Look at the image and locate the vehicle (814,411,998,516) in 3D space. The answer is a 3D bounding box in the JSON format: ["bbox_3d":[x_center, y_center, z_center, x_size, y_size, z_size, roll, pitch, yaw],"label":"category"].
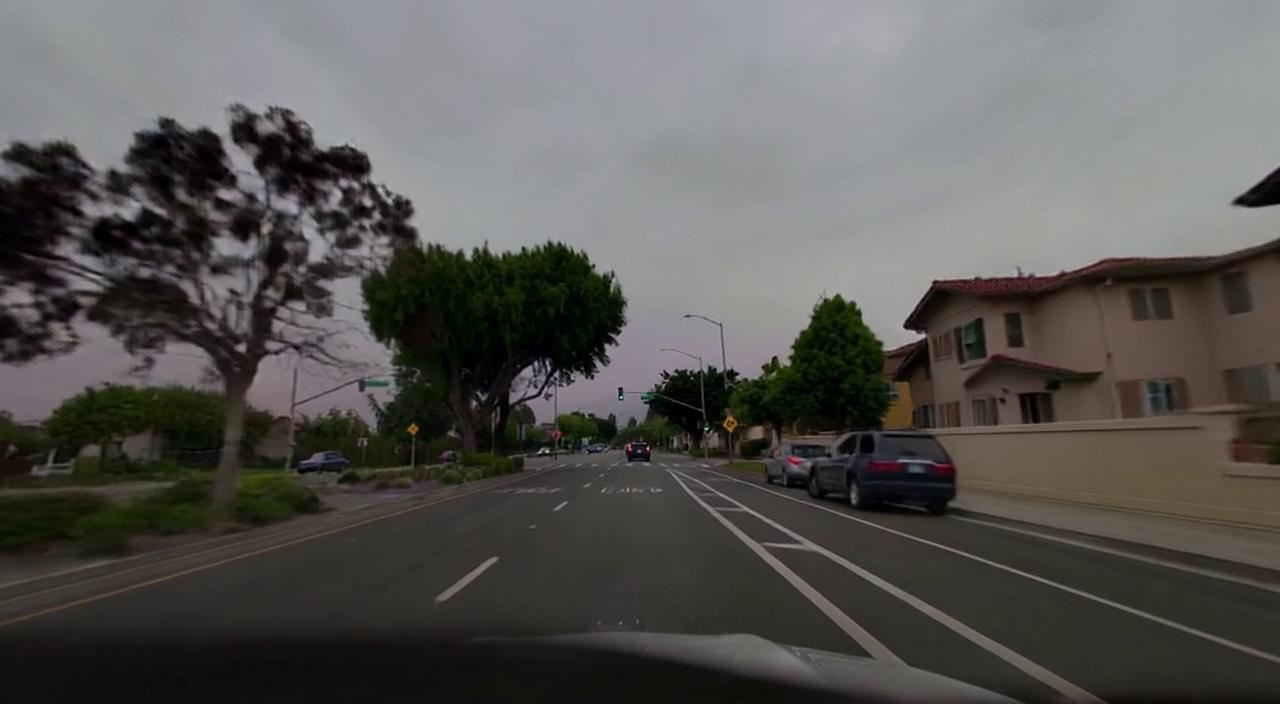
[{"bbox_3d":[5.629,2.432,14.250,2.008,1.930,4.919,0,-8,1],"label":"vehicle"}]

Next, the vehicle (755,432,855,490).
[{"bbox_3d":[5.389,3.660,21.434,2.070,1.710,4.964,0,-9,0],"label":"vehicle"}]
